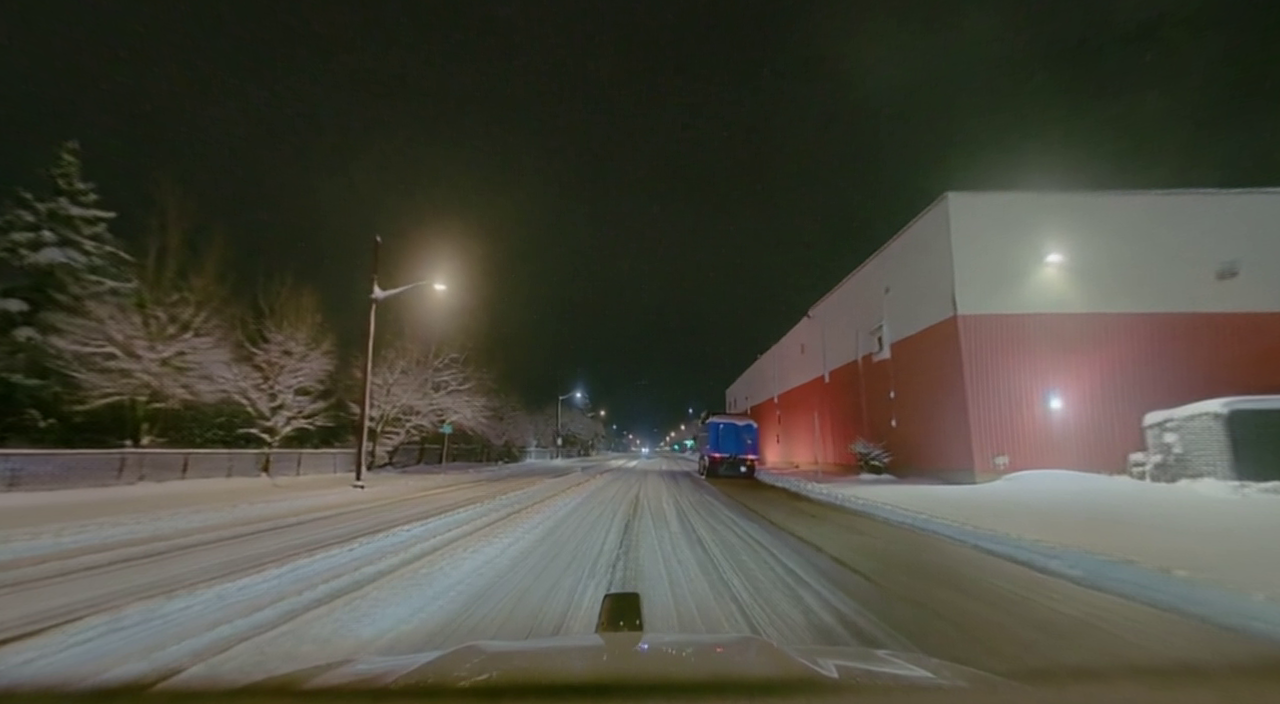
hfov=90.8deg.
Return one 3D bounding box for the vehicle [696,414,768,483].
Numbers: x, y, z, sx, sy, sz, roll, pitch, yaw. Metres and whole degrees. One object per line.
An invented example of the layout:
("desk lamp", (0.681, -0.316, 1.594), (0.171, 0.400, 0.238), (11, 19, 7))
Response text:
("vehicle", (4.804, 5.227, 34.250), (3.019, 3.303, 6.252), (1, -9, 0))
